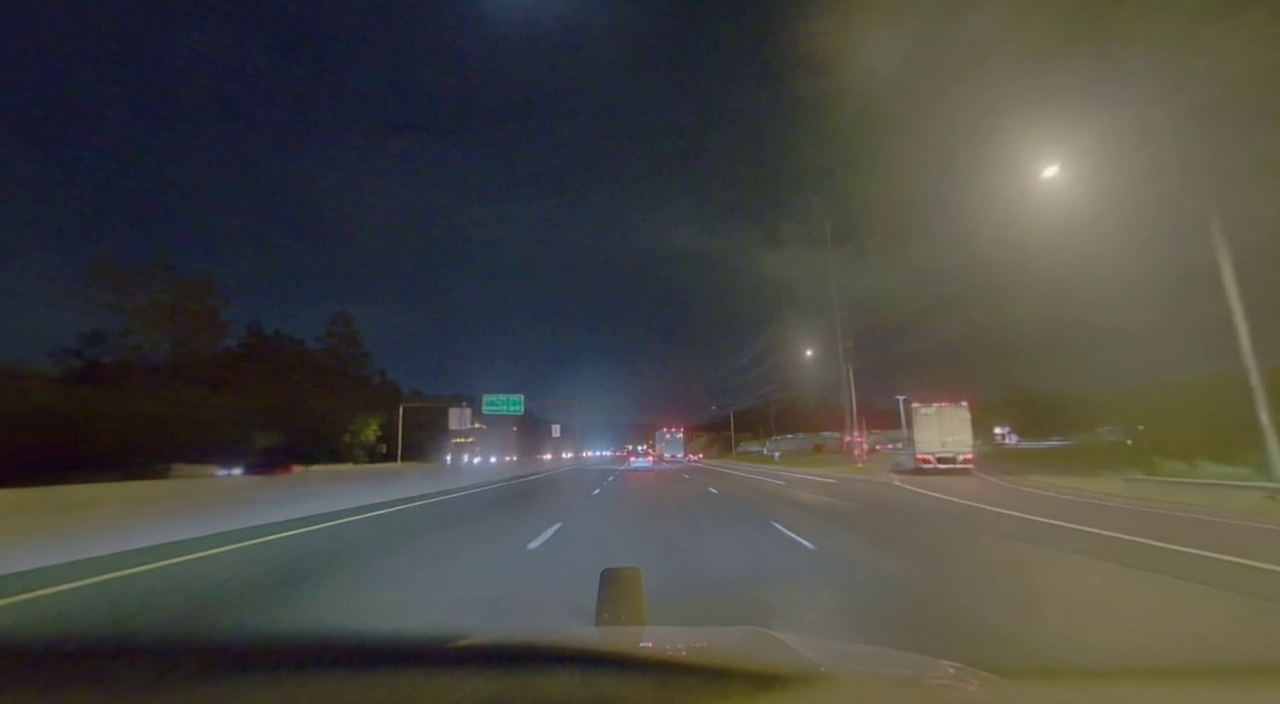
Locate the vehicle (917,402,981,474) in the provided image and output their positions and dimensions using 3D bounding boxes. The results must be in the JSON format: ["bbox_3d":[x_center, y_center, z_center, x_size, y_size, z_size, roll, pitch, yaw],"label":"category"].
[{"bbox_3d":[20.922,5.947,43.028,3.327,4.408,8.189,-4,-10,24],"label":"vehicle"}]

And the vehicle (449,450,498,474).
[{"bbox_3d":[-11.231,7.423,42.863,1.950,1.505,4.757,0,-9,1],"label":"vehicle"}]

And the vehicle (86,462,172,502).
[{"bbox_3d":[-33.418,8.454,41.481,2.029,2.231,6.297,3,-9,-17],"label":"vehicle"}]

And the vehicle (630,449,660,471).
[{"bbox_3d":[0.383,8.072,47.291,2.111,1.599,3.859,0,-9,1],"label":"vehicle"}]
